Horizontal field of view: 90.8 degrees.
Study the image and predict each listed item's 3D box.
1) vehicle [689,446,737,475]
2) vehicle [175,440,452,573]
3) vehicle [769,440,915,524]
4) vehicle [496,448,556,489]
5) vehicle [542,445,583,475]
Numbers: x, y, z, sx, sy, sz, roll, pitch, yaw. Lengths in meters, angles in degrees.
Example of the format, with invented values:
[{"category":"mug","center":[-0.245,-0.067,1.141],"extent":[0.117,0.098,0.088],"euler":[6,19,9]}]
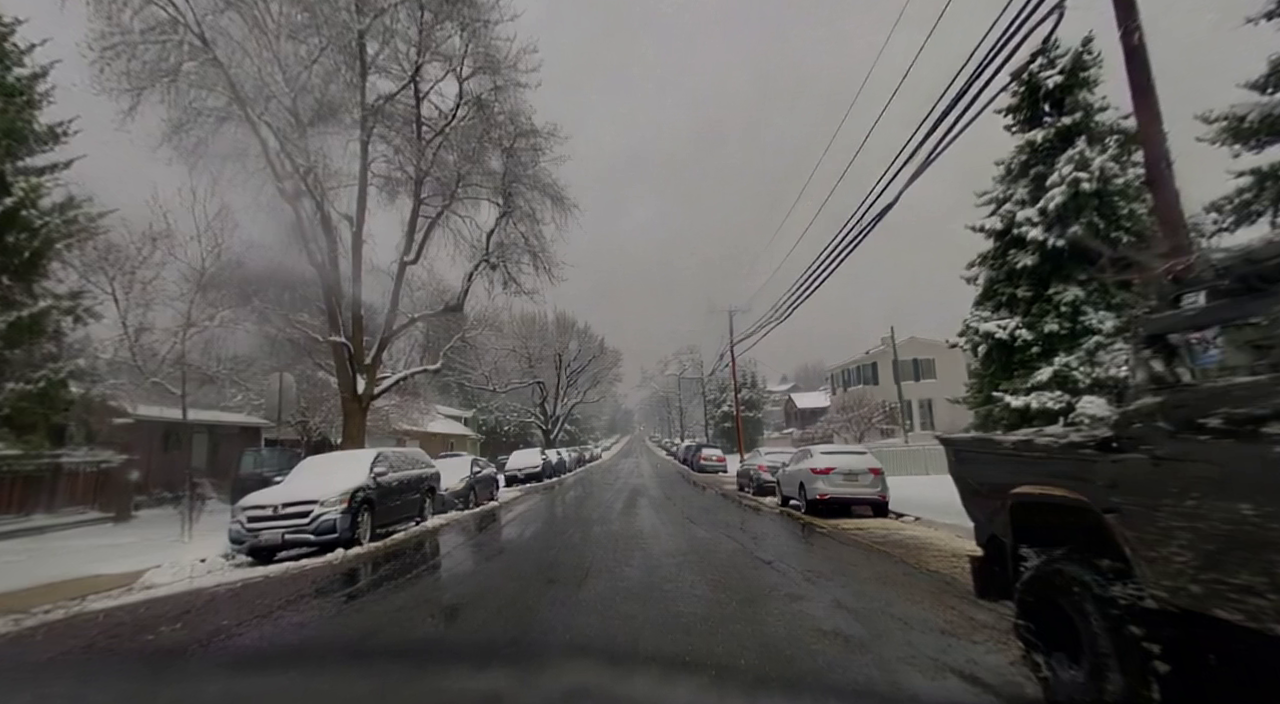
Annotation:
[{"category":"vehicle","center":[4.120,6.196,36.346],"extent":[2.174,1.504,4.809],"euler":[0,-8,0]},{"category":"vehicle","center":[-5.261,2.499,11.251],"extent":[2.360,1.772,4.907],"euler":[-1,-8,-1]},{"category":"vehicle","center":[4.323,2.810,14.314],"extent":[1.864,1.592,4.221],"euler":[0,-8,-1]},{"category":"vehicle","center":[-5.242,5.406,29.710],"extent":[2.032,1.716,4.382],"euler":[0,-8,-1]},{"category":"vehicle","center":[-5.501,7.733,45.644],"extent":[2.184,1.958,5.757],"euler":[0,-9,0]}]
